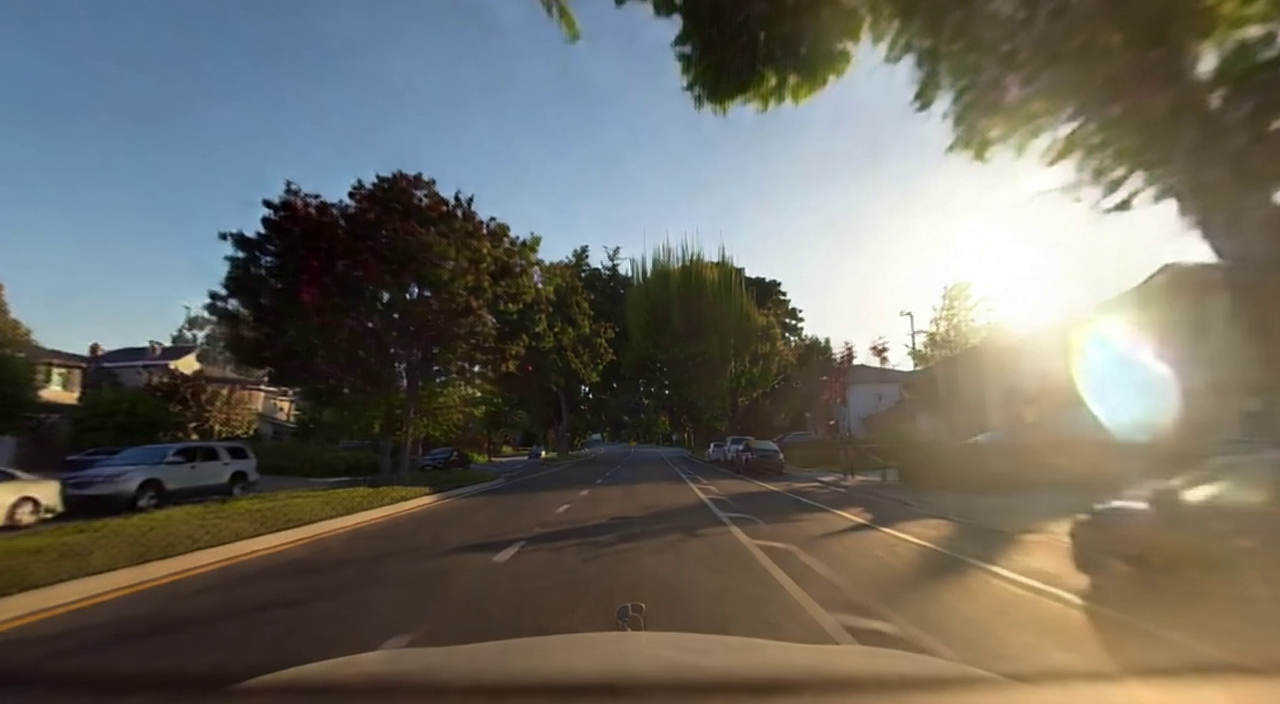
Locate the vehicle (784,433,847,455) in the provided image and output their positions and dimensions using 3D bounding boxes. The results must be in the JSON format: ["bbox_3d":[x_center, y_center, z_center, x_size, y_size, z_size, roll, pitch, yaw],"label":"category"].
[{"bbox_3d":[13.856,7.302,49.870,4.317,1.595,2.095,1,-9,0],"label":"vehicle"}]

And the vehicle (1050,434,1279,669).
[{"bbox_3d":[5.037,1.236,3.891,2.059,1.449,4.168,0,-10,-2],"label":"vehicle"}]

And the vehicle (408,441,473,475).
[{"bbox_3d":[-11.489,6.082,36.614,2.054,1.704,4.710,-3,-8,3],"label":"vehicle"}]

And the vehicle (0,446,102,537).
[{"bbox_3d":[-12.046,2.429,10.563,1.940,1.496,4.654,-2,-7,0],"label":"vehicle"}]

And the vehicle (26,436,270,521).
[{"bbox_3d":[-12.000,3.062,15.971,2.228,1.766,4.770,1,-8,1],"label":"vehicle"}]

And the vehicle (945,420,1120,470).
[{"bbox_3d":[14.189,3.375,23.027,4.902,1.667,2.162,-1,-8,0],"label":"vehicle"}]

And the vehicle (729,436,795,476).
[{"bbox_3d":[5.232,4.522,27.676,1.885,1.603,5.235,0,-8,1],"label":"vehicle"}]
